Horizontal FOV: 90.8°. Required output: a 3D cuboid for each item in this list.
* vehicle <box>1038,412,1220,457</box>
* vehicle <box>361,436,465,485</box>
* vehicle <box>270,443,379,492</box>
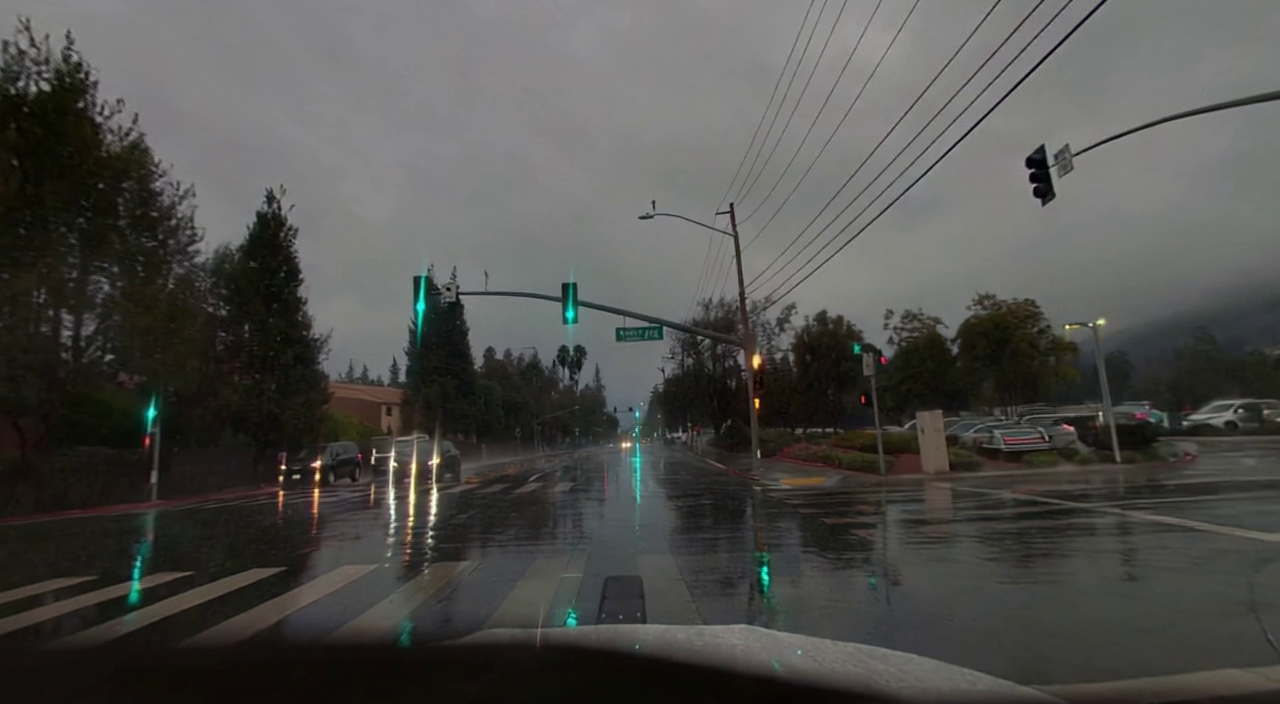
[{"bbox_3d":[16.903,2.912,22.131,4.560,1.453,1.851,-3,-9,18],"label":"vehicle"},{"bbox_3d":[-10.156,4.925,28.989,2.664,1.940,5.702,-1,-9,0],"label":"vehicle"},{"bbox_3d":[-13.789,5.060,28.063,2.306,1.957,4.968,0,-9,-1],"label":"vehicle"}]
